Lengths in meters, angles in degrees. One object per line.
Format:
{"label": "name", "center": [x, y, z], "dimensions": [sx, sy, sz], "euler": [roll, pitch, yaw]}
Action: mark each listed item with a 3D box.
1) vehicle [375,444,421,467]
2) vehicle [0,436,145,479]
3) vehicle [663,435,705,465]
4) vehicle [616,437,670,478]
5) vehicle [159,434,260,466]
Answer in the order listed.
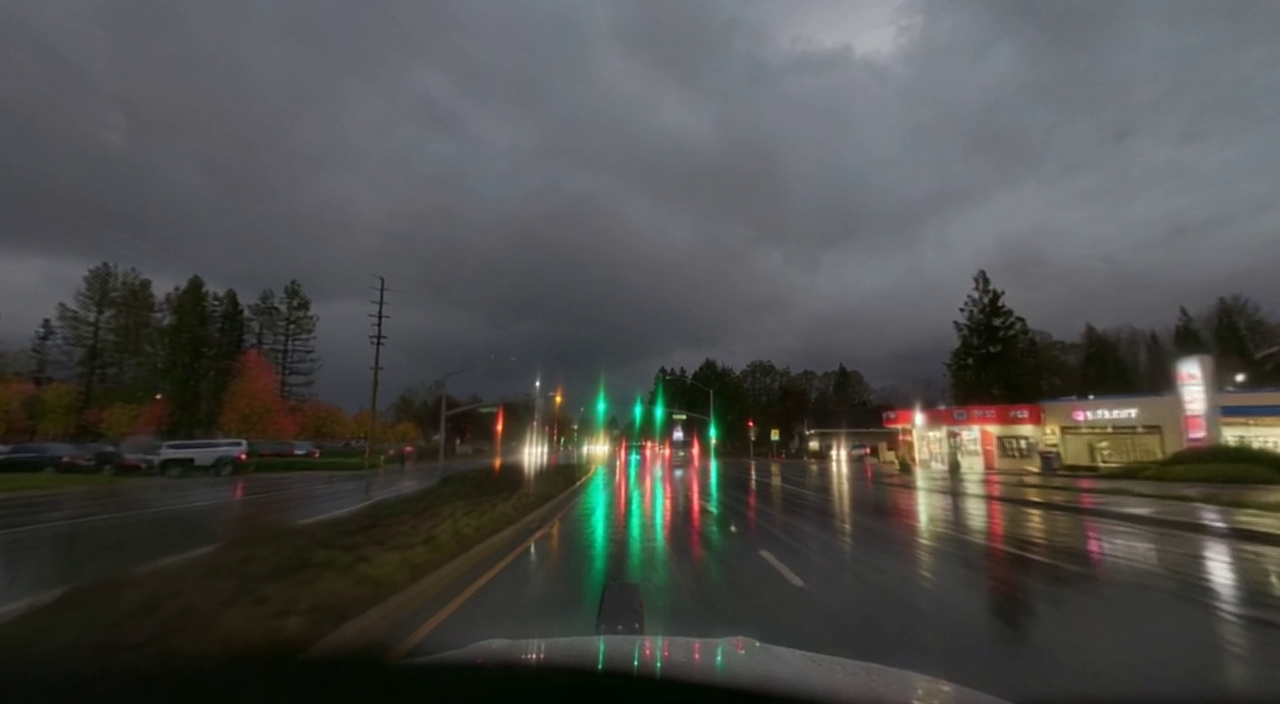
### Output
{"label": "vehicle", "center": [-19.140, 8.181, 49.966], "dimensions": [1.967, 1.680, 4.396], "euler": [-1, -9, -1]}
{"label": "vehicle", "center": [-27.100, 4.897, 29.255], "dimensions": [6.027, 1.805, 2.010], "euler": [3, -11, -26]}
{"label": "vehicle", "center": [3.284, 7.498, 48.380], "dimensions": [2.731, 2.101, 6.047], "euler": [0, -8, 0]}
{"label": "vehicle", "center": [0.092, 4.479, 26.989], "dimensions": [2.145, 1.572, 4.021], "euler": [1, -8, -1]}
{"label": "vehicle", "center": [-30.645, 6.979, 44.875], "dimensions": [5.713, 2.148, 2.107], "euler": [0, -8, 4]}
